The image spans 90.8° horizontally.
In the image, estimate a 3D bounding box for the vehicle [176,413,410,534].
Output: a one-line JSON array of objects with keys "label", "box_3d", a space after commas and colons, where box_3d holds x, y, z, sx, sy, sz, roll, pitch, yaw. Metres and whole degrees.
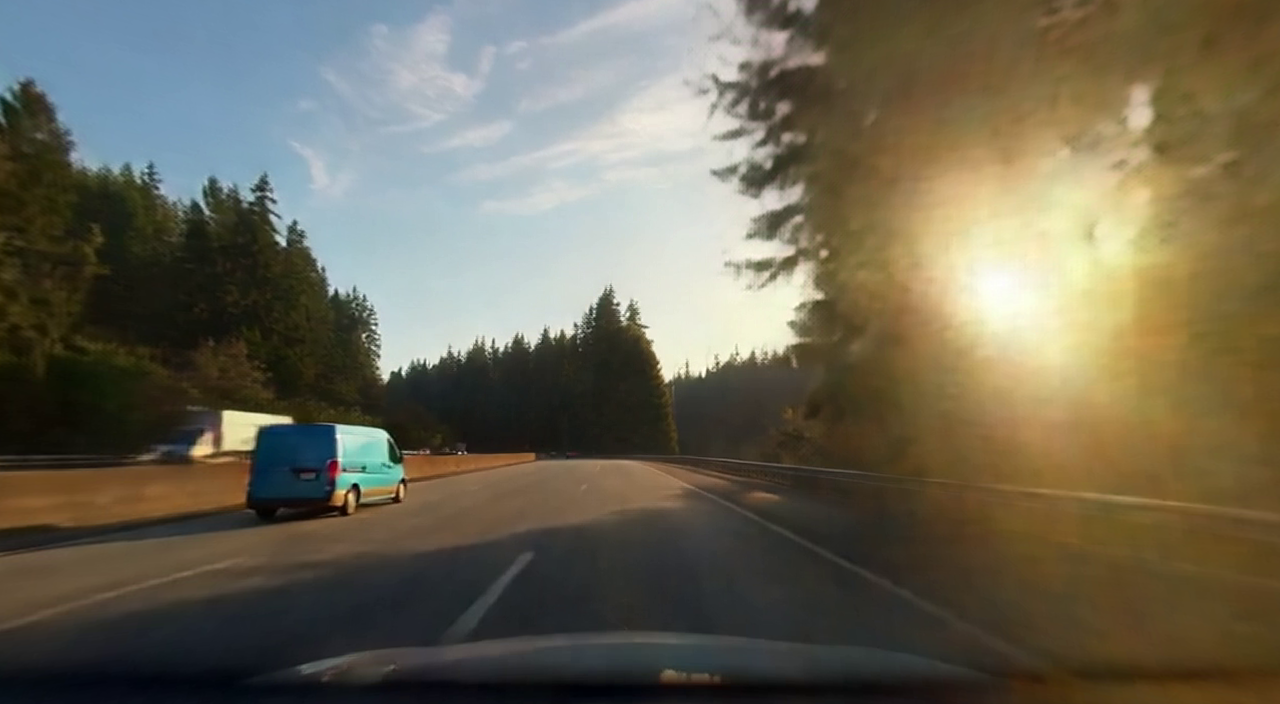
[{"label": "vehicle", "box_3d": [-6.862, 2.466, 13.348, 2.197, 2.038, 4.919, 0, -9, -1]}]
